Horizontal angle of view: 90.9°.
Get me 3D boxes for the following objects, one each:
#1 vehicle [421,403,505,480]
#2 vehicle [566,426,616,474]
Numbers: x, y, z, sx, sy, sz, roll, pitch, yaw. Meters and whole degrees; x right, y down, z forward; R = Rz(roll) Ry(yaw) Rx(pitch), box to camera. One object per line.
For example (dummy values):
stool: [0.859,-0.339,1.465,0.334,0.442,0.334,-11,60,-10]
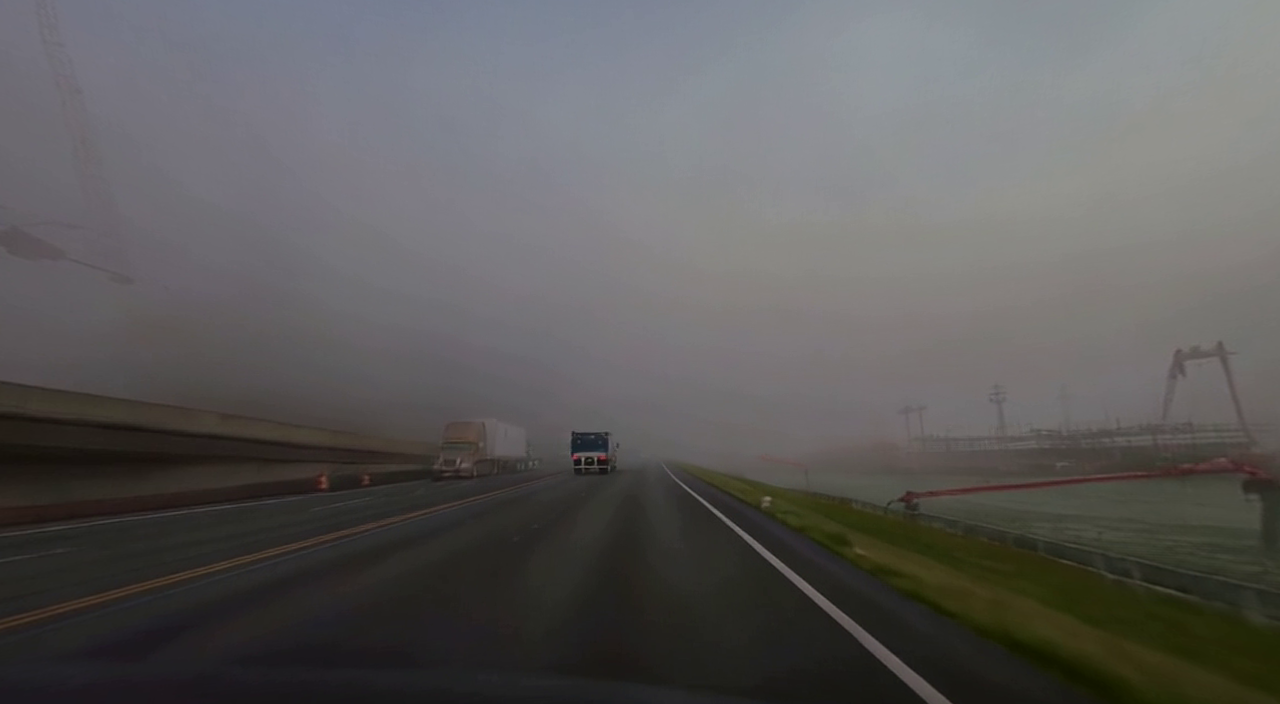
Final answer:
vehicle: [-9.802,5.098,35.663,2.918,3.990,5.826,0,-9,1]
vehicle: [-2.965,6.239,40.168,2.565,2.771,6.641,0,-9,1]
